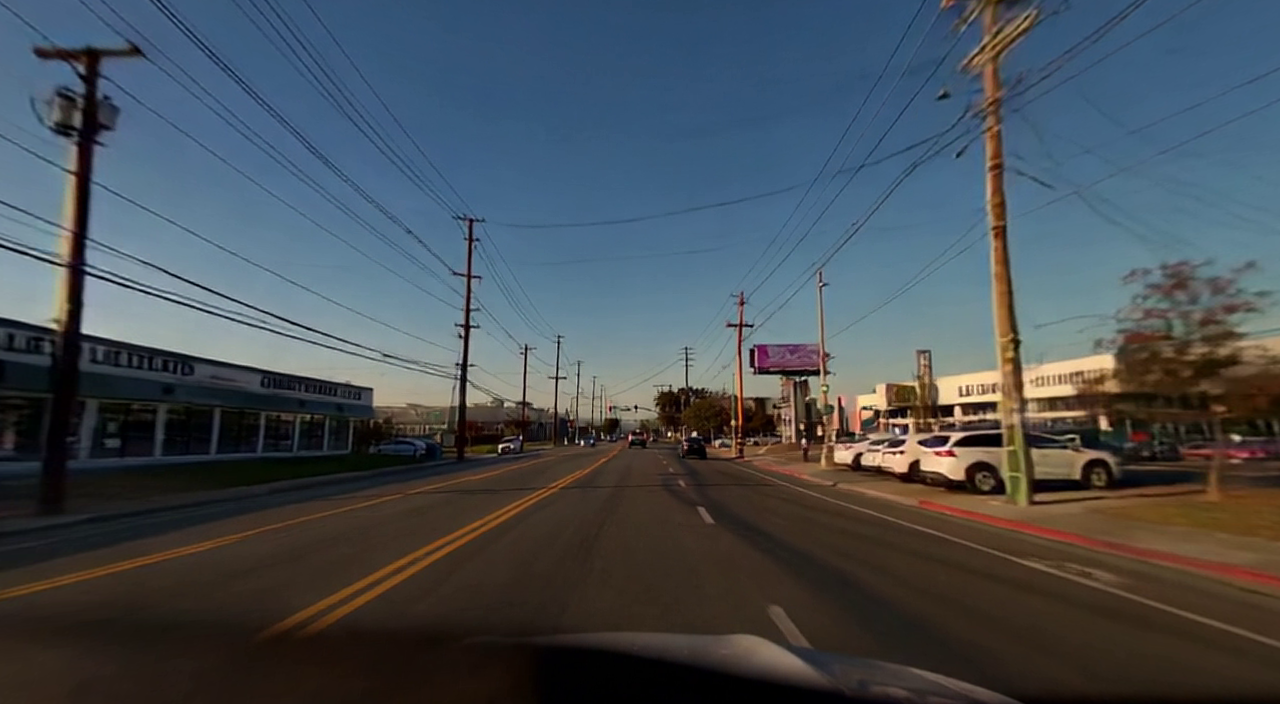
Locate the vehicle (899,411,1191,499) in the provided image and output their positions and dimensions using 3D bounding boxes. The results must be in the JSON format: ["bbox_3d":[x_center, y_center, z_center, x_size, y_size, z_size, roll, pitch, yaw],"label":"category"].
[{"bbox_3d":[10.078,2.599,16.203,5.771,2.013,2.414,-1,-8,0],"label":"vehicle"}]

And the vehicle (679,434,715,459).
[{"bbox_3d":[3.611,6.104,40.823,1.926,1.482,4.442,0,-8,0],"label":"vehicle"}]
